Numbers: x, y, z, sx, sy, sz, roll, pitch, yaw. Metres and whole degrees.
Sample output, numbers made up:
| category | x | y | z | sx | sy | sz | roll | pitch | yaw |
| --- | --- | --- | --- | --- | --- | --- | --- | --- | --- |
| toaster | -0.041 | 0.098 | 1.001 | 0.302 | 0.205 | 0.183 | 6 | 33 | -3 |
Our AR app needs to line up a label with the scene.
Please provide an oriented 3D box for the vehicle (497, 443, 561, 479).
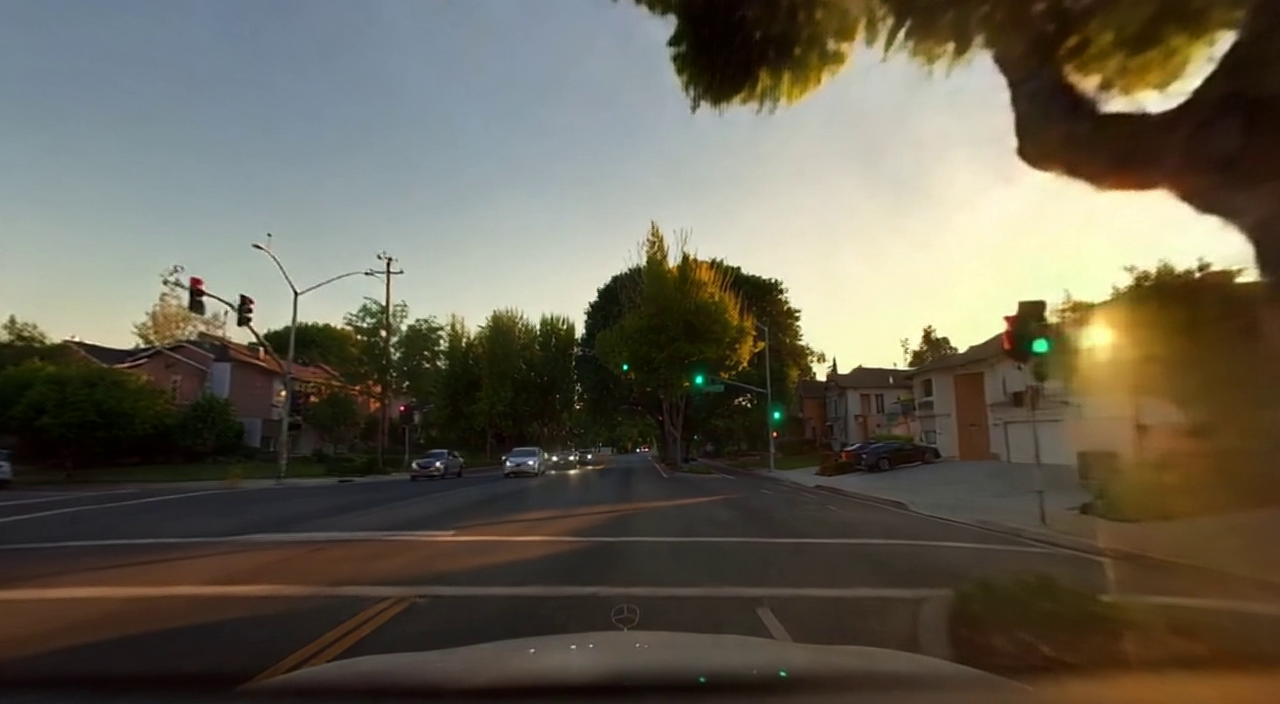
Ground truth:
| category | x | y | z | sx | sy | sz | roll | pitch | yaw |
| --- | --- | --- | --- | --- | --- | --- | --- | --- | --- |
| vehicle | -4.817 | 4.749 | 27.926 | 2.003 | 1.462 | 4.220 | 0 | -8 | 1 |

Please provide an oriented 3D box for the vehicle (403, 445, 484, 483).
| category | x | y | z | sx | sy | sz | roll | pitch | yaw |
| --- | --- | --- | --- | --- | --- | --- | --- | --- | --- |
| vehicle | -8.379 | 4.780 | 27.416 | 1.985 | 1.475 | 4.383 | 0 | -8 | 2 |

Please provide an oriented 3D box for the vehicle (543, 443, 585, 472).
| category | x | y | z | sx | sy | sz | roll | pitch | yaw |
| --- | --- | --- | --- | --- | --- | --- | --- | --- | --- |
| vehicle | -4.551 | 6.366 | 38.521 | 1.999 | 1.652 | 3.962 | 0 | -8 | 1 |
